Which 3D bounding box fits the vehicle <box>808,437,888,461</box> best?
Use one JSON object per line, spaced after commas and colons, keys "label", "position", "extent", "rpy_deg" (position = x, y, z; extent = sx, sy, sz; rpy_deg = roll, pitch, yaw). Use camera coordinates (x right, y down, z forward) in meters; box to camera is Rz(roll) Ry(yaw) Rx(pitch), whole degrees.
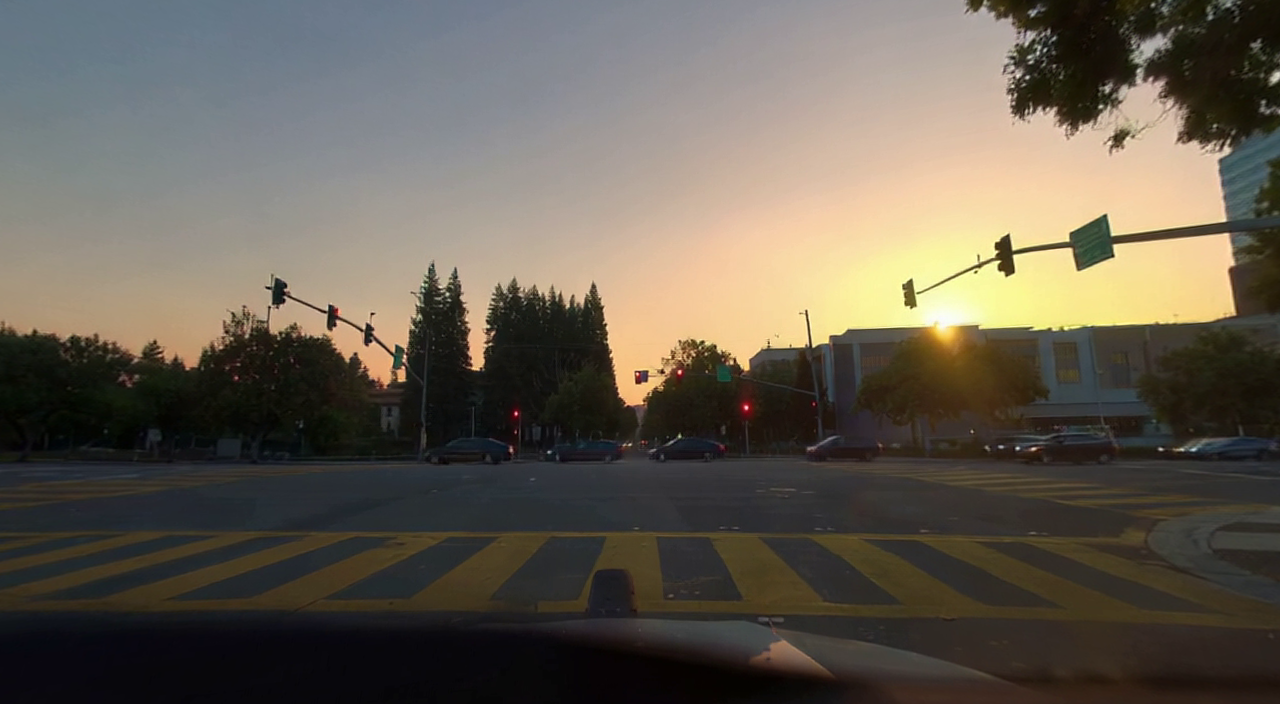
{"label": "vehicle", "position": [13.171, 6.173, 40.149], "extent": [4.443, 1.472, 1.794], "rpy_deg": [0, -9, 1]}

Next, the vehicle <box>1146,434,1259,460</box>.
{"label": "vehicle", "position": [32.646, 5.518, 36.753], "extent": [4.724, 1.452, 1.870], "rpy_deg": [0, -9, 0]}

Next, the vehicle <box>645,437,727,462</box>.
{"label": "vehicle", "position": [2.613, 5.680, 36.835], "extent": [4.631, 1.435, 1.715], "rpy_deg": [0, -9, -1]}

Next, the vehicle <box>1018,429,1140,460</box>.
{"label": "vehicle", "position": [27.637, 5.845, 39.924], "extent": [6.133, 1.833, 2.155], "rpy_deg": [0, -9, -2]}

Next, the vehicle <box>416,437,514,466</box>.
{"label": "vehicle", "position": [-9.149, 5.247, 33.259], "extent": [4.629, 1.423, 1.833], "rpy_deg": [-1, -9, 1]}

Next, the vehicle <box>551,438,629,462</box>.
{"label": "vehicle", "position": [-3.116, 6.247, 40.203], "extent": [4.759, 1.445, 1.865], "rpy_deg": [0, -9, 0]}

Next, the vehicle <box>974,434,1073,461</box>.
{"label": "vehicle", "position": [22.204, 5.539, 36.680], "extent": [4.519, 1.476, 1.767], "rpy_deg": [0, -9, 1]}
